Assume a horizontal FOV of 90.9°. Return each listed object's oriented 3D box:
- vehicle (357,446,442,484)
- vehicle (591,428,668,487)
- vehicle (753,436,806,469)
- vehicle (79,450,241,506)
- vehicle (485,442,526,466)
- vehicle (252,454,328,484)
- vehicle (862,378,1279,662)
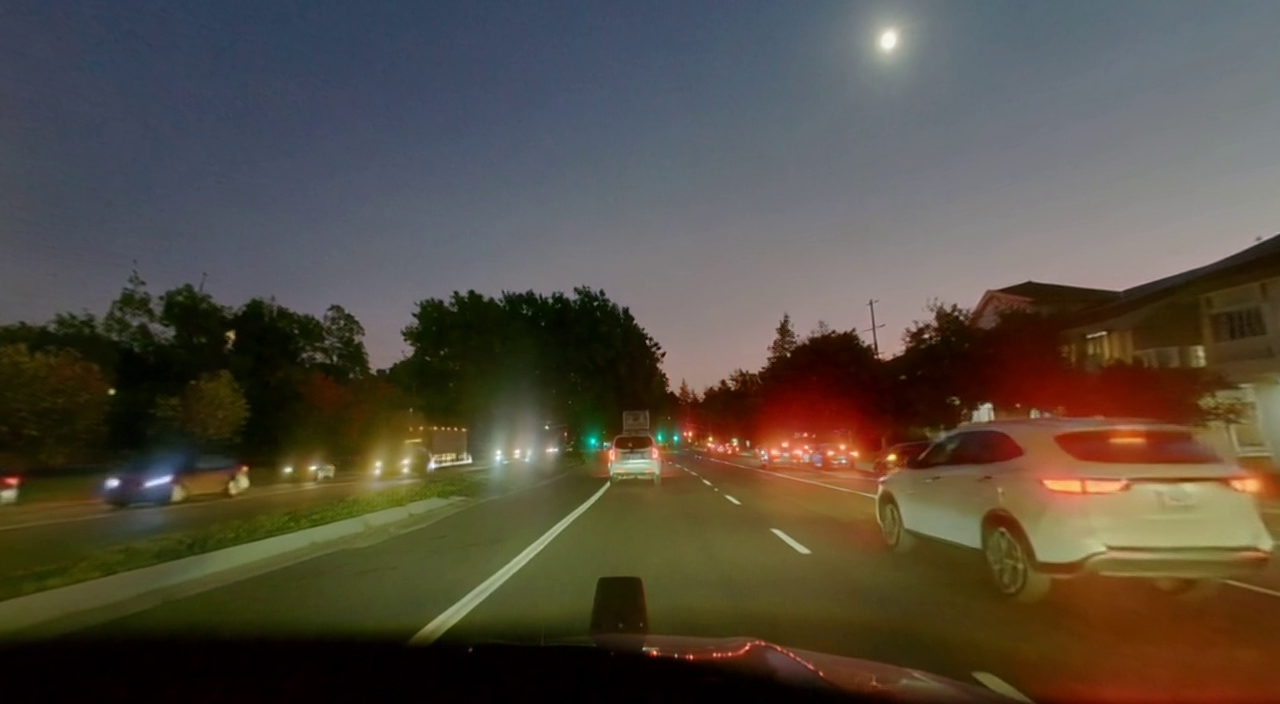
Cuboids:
[{"bbox_3d":[-10.314,4.857,27.450,1.907,1.471,4.410,0,-9,1],"label":"vehicle"},{"bbox_3d":[-0.329,3.560,21.531,2.332,1.798,4.546,0,-8,0],"label":"vehicle"},{"bbox_3d":[7.772,5.633,35.431,1.971,1.722,4.341,0,-8,0],"label":"vehicle"},{"bbox_3d":[-16.545,4.318,22.117,1.972,1.723,4.608,0,-9,1],"label":"vehicle"},{"bbox_3d":[-10.261,7.796,48.405,2.142,1.742,4.523,0,-9,1],"label":"vehicle"},{"bbox_3d":[-20.449,6.842,37.044,1.821,1.568,4.296,0,-9,2],"label":"vehicle"},{"bbox_3d":[3.983,1.333,6.078,2.100,1.689,4.501,0,-8,1],"label":"vehicle"}]
